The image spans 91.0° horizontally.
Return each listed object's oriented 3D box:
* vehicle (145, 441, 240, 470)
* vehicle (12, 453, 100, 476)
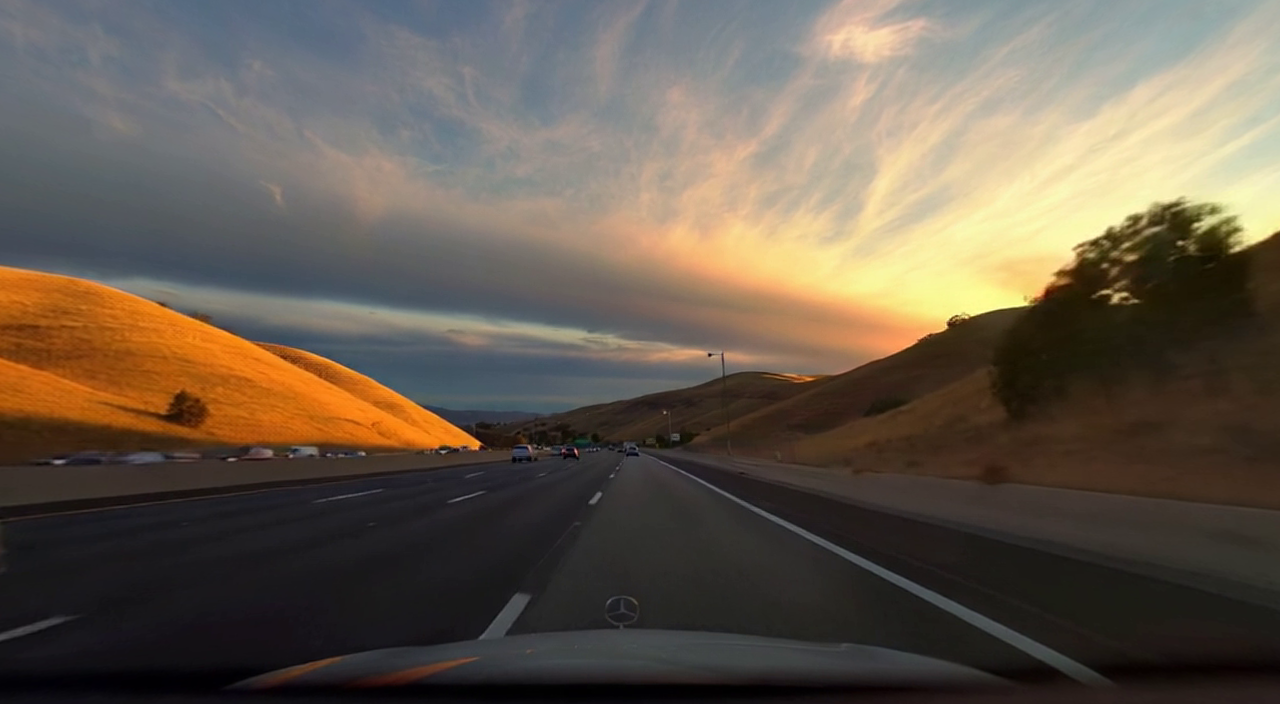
[{"bbox_3d":[-29.220,6.768,41.361,2.251,1.716,5.570,0,-9,-2],"label":"vehicle"},{"bbox_3d":[-41.242,7.922,44.622,1.936,1.481,4.566,0,-9,-2],"label":"vehicle"}]
